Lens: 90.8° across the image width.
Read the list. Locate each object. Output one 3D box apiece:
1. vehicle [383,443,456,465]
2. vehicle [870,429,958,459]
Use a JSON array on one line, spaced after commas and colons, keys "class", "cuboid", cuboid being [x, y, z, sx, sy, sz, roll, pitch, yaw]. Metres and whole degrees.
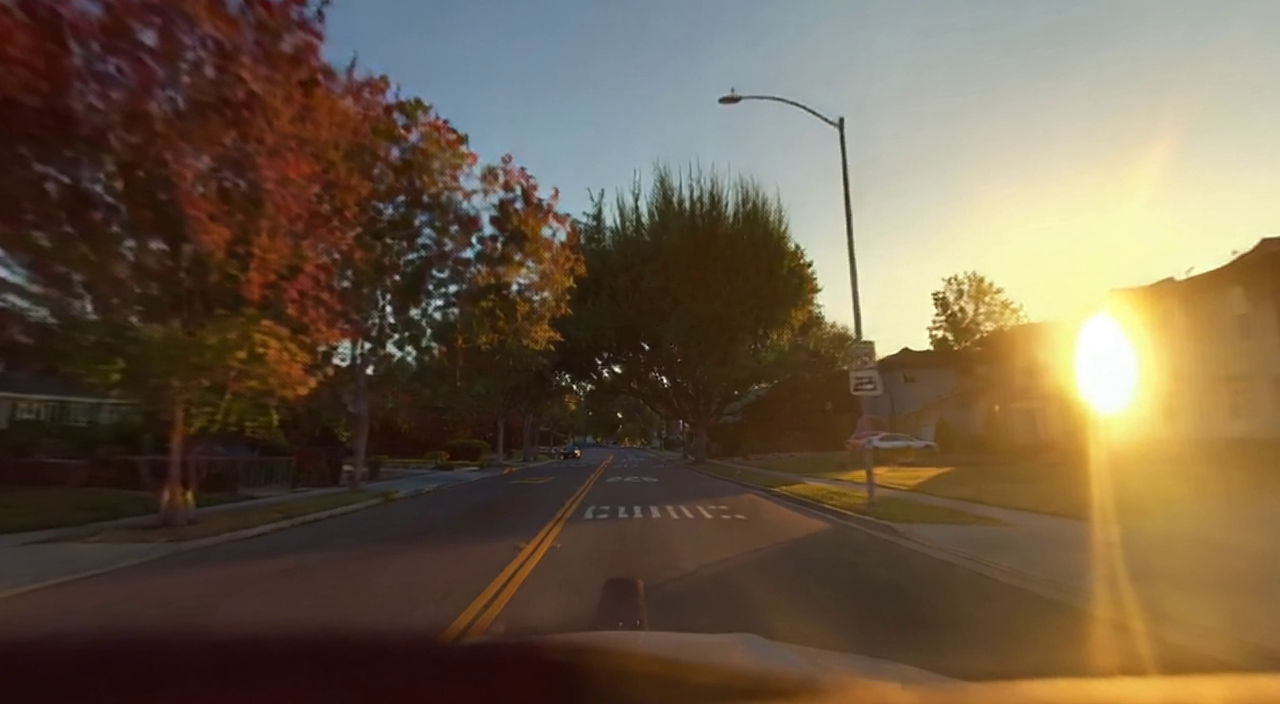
[{"class": "vehicle", "cuboid": [-15.264, 7.108, 43.918, 4.388, 1.449, 1.882, 0, -9, -2]}, {"class": "vehicle", "cuboid": [15.993, 5.383, 37.006, 4.198, 1.697, 1.984, 1, -9, -5]}]
